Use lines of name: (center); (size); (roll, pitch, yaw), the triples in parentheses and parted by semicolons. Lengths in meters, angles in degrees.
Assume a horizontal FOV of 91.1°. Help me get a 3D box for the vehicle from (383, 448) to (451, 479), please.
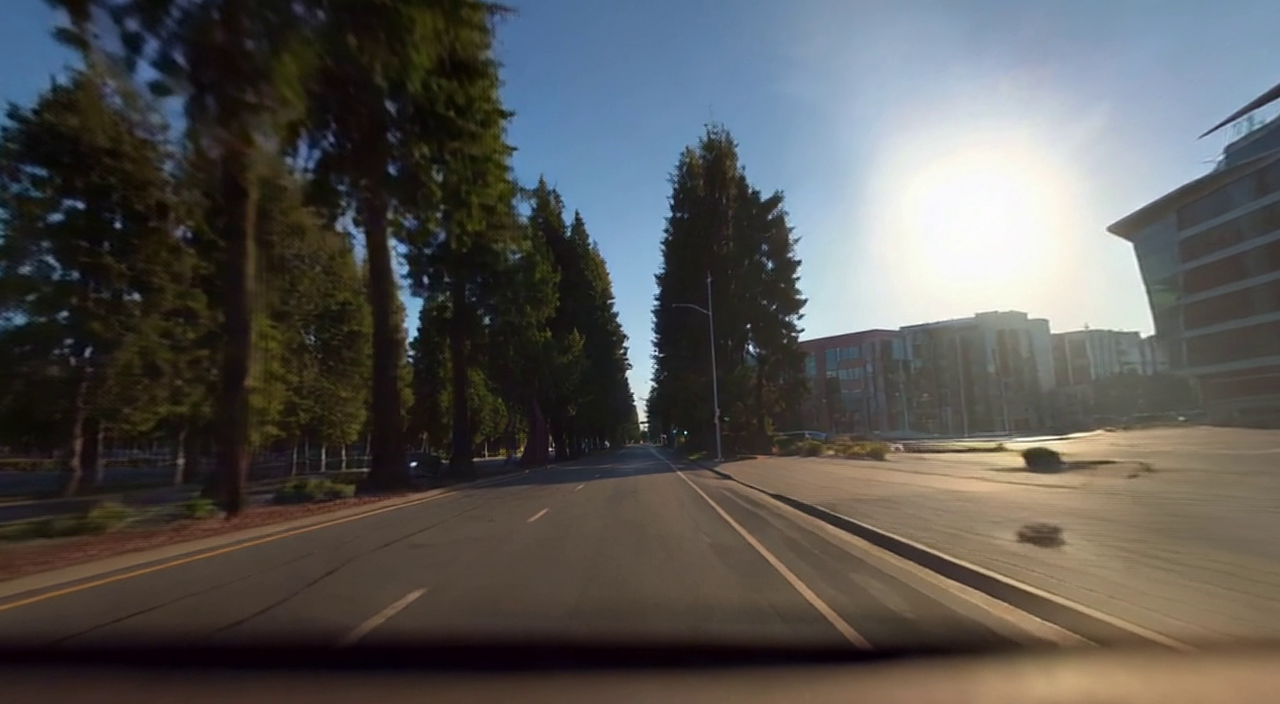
vehicle: (-11.418, 5.717, 32.448); (1.881, 1.445, 4.280); (0, -8, 1)
